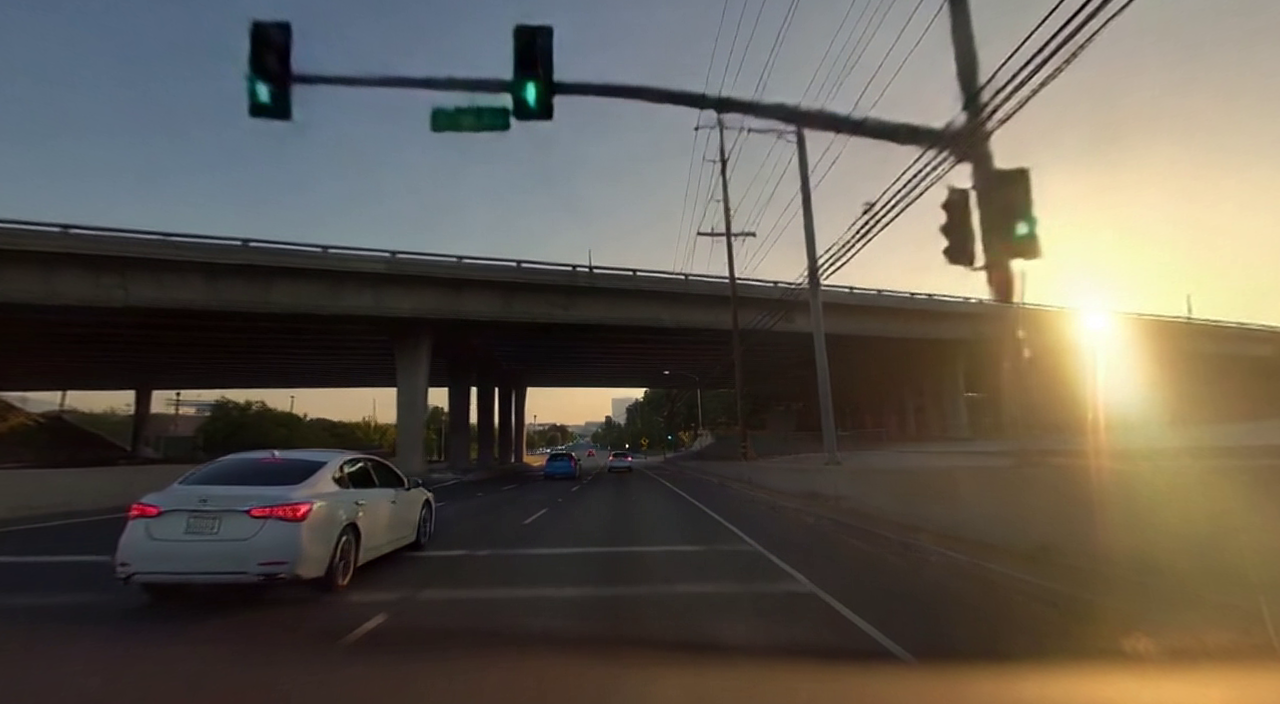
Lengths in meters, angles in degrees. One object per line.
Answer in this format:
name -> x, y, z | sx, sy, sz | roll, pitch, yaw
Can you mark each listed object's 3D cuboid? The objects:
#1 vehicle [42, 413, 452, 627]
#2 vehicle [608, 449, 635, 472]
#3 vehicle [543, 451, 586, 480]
vehicle -> -3.743, 1.644, 7.191 | 1.925, 1.666, 4.271 | 0, -8, -1
vehicle -> -1.417, 8.192, 47.837 | 1.985, 1.565, 3.968 | 0, -8, -2
vehicle -> -4.059, 6.151, 34.582 | 1.946, 1.437, 4.154 | 0, -8, -1
